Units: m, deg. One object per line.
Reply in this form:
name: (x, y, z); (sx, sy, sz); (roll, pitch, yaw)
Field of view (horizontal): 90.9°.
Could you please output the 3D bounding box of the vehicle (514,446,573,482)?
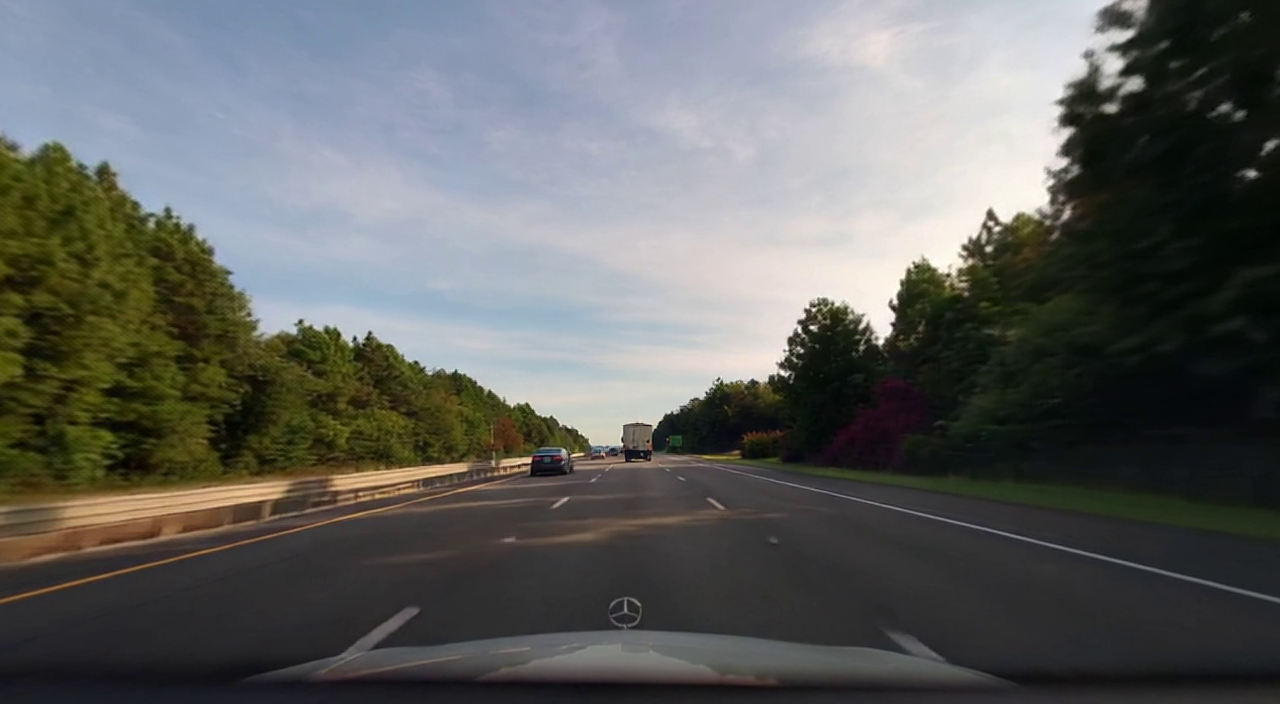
vehicle: (-4.277, 5.031, 28.669); (1.916, 1.506, 4.476); (0, -9, 1)
